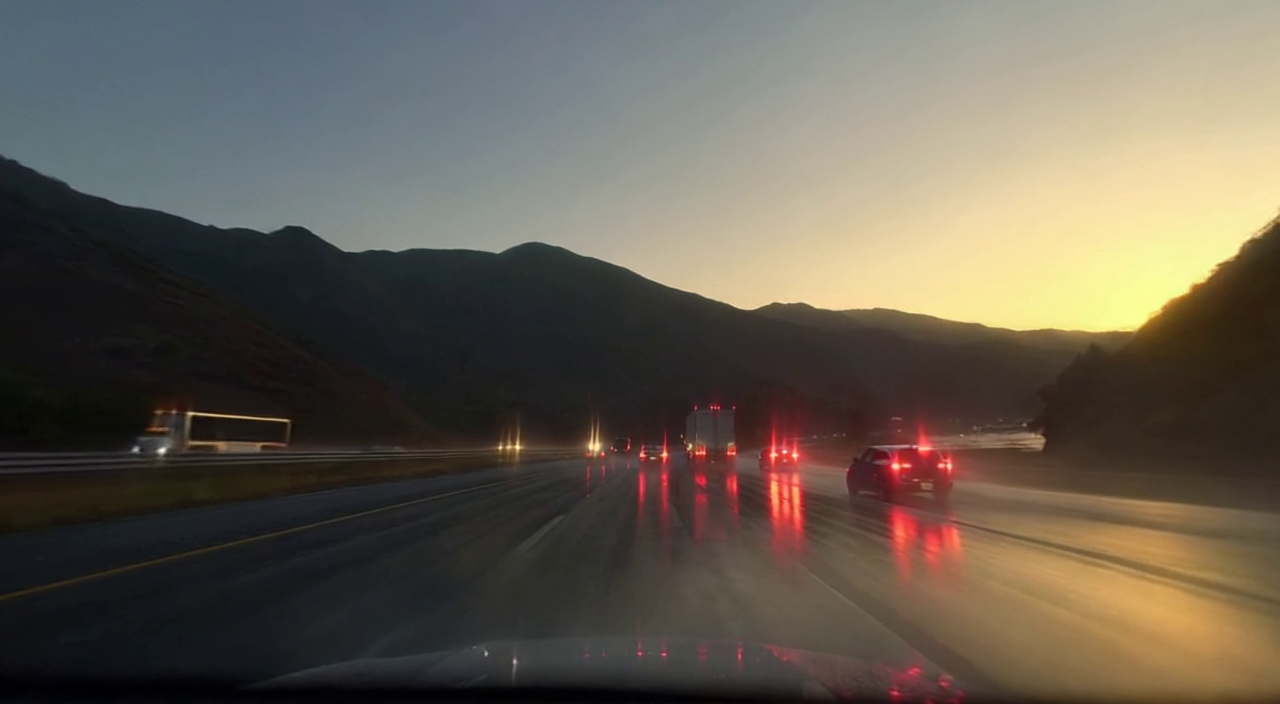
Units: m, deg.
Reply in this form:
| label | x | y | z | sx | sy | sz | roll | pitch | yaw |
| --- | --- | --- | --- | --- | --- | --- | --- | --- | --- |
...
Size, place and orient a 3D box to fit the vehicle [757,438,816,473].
| label | x | y | z | sx | sy | sz | roll | pitch | yaw |
| --- | --- | --- | --- | --- | --- | --- | --- | --- | --- |
| vehicle | 7.998 | 5.688 | 34.849 | 2.143 | 1.775 | 4.729 | 0 | -9 | 0 |

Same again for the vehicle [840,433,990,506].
| label | x | y | z | sx | sy | sz | roll | pitch | yaw |
| --- | --- | --- | --- | --- | --- | --- | --- | --- | --- |
| vehicle | 7.133 | 3.089 | 16.975 | 2.044 | 1.676 | 4.421 | 0 | -9 | 0 |

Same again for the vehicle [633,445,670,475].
| label | x | y | z | sx | sy | sz | roll | pitch | yaw |
| --- | --- | --- | --- | --- | --- | --- | --- | --- | --- |
| vehicle | 0.611 | 5.774 | 33.921 | 1.866 | 1.492 | 3.932 | 0 | -9 | 1 |

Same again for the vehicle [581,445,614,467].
| label | x | y | z | sx | sy | sz | roll | pitch | yaw |
| --- | --- | --- | --- | --- | --- | --- | --- | --- | --- |
| vehicle | -3.108 | 7.719 | 46.809 | 2.132 | 1.506 | 4.256 | 0 | -9 | 0 |

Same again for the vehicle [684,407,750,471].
| label | x | y | z | sx | sy | sz | roll | pitch | yaw |
| --- | --- | --- | --- | --- | --- | --- | --- | --- | --- |
| vehicle | 4.769 | 5.768 | 41.400 | 3.130 | 3.607 | 11.129 | 0 | -9 | 1 |
